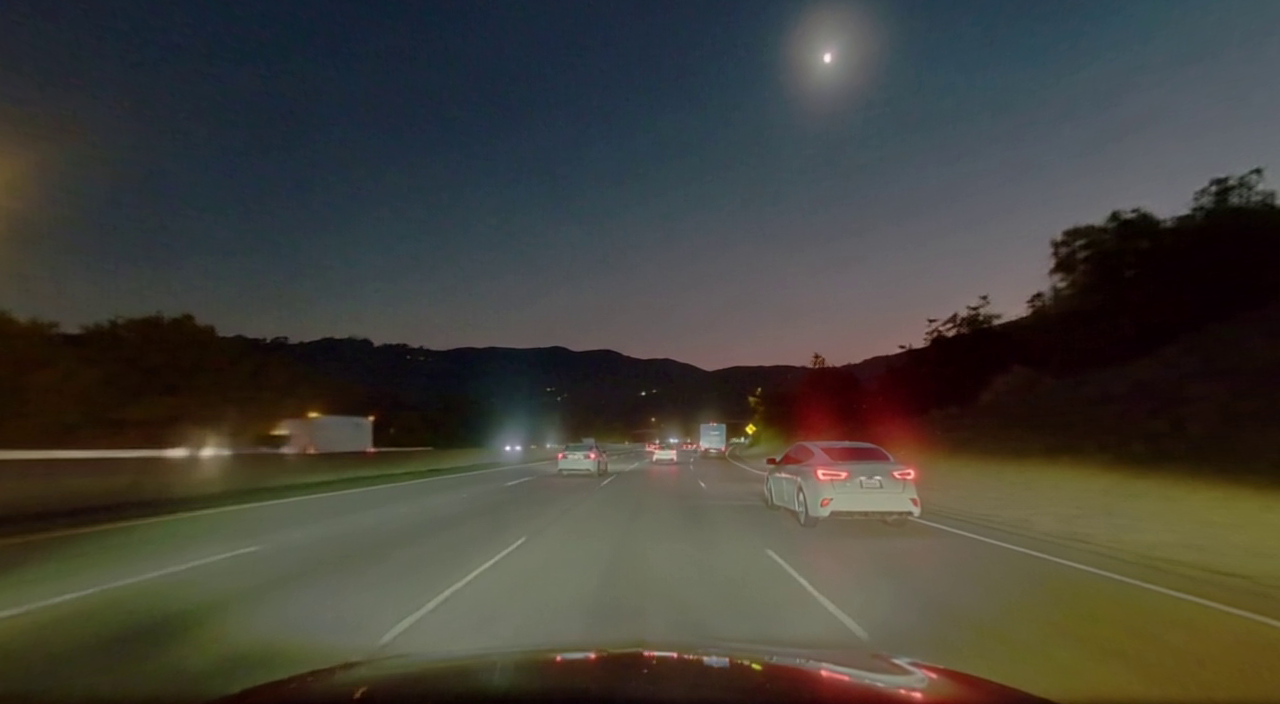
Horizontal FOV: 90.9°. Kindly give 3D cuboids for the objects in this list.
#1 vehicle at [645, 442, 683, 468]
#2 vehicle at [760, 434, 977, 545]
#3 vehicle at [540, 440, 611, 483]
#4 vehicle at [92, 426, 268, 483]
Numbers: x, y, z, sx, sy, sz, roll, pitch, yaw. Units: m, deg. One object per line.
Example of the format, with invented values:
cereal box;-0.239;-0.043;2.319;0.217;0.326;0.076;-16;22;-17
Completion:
vehicle;1.525;6.263;38.624;2.202;1.467;3.929;-1;-8;4
vehicle;3.463;2.153;10.619;2.013;1.464;4.317;0;-8;0
vehicle;-2.376;4.217;24.608;2.031;1.491;4.792;-1;-8;3
vehicle;-17.039;3.849;23.870;2.389;1.886;5.415;-1;-8;3
